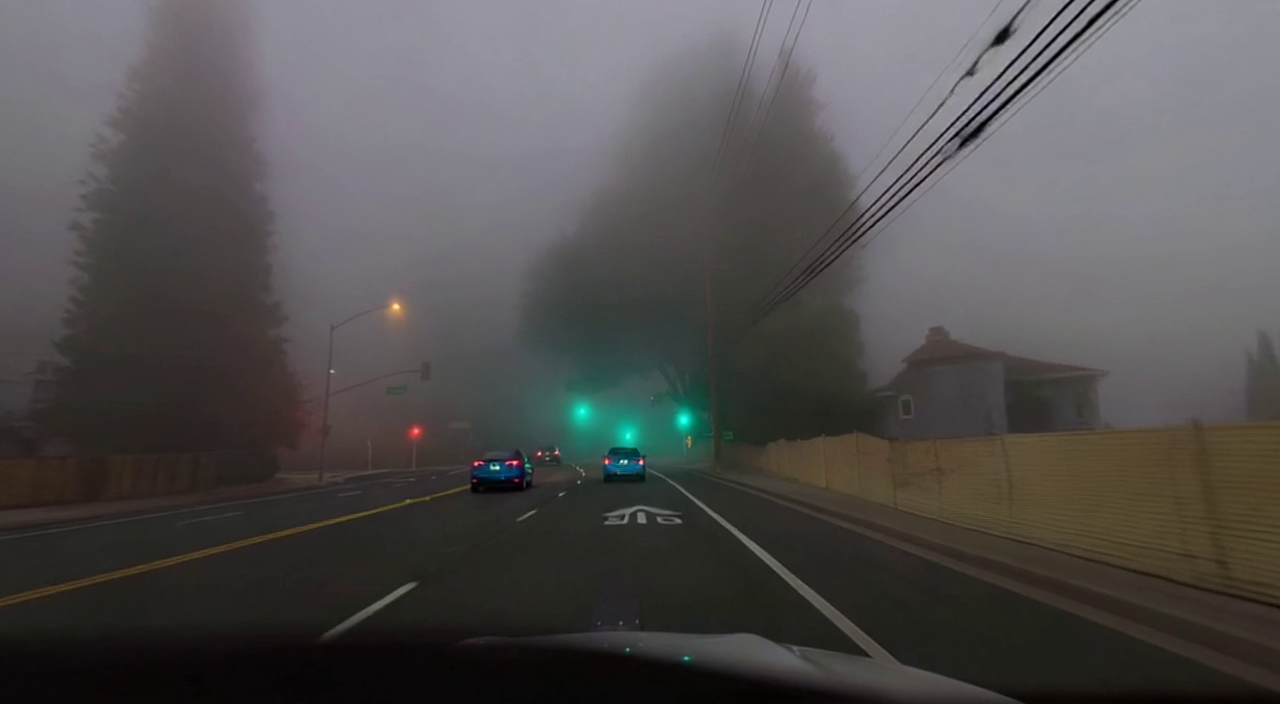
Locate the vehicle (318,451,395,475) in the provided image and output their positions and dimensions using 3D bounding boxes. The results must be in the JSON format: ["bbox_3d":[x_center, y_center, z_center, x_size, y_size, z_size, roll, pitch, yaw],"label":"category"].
[{"bbox_3d":[-22.006,8.604,49.079,4.979,1.782,2.264,-2,-9,14],"label":"vehicle"}]

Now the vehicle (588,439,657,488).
[{"bbox_3d":[-0.663,3.821,21.877,2.168,1.504,4.284,1,-9,-3],"label":"vehicle"}]

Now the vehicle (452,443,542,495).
[{"bbox_3d":[-4.299,3.596,19.694,1.913,1.425,4.235,0,-9,-1],"label":"vehicle"}]
